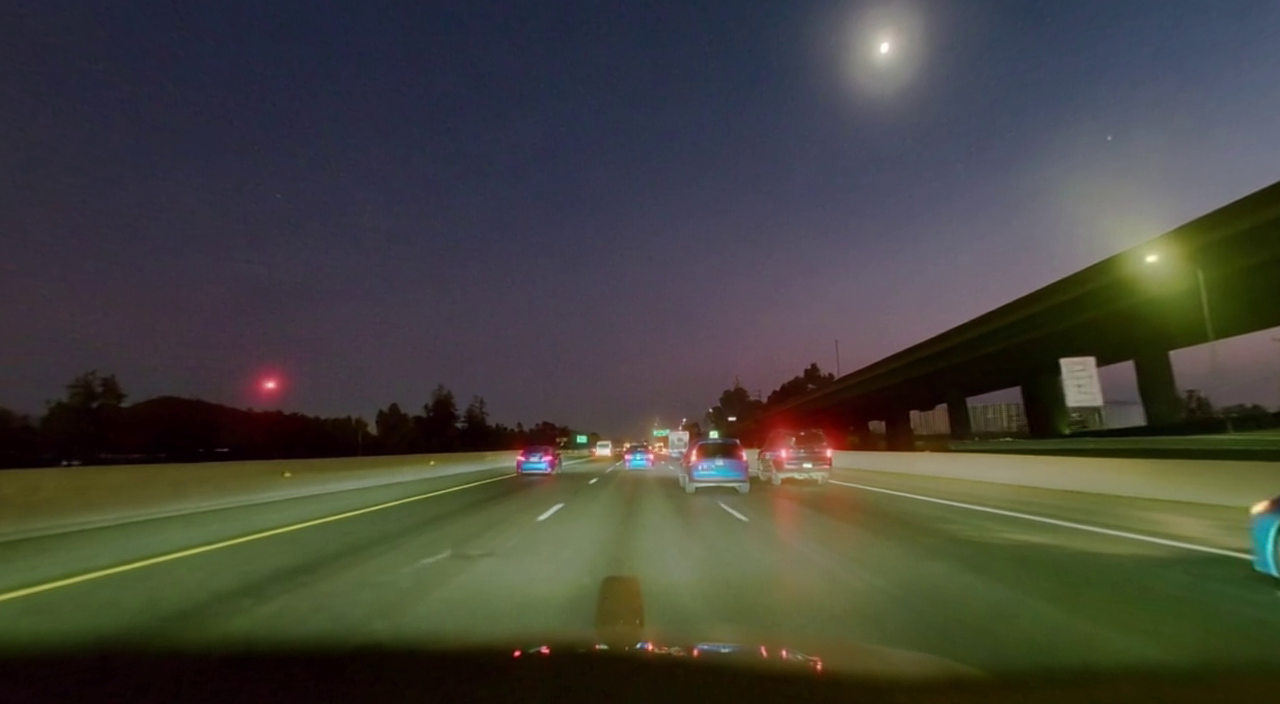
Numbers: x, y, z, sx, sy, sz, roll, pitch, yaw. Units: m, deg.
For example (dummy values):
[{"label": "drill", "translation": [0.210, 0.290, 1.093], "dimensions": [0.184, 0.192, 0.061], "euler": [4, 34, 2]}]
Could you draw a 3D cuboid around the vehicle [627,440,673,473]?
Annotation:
[{"label": "vehicle", "translation": [0.461, 5.051, 30.618], "dimensions": [2.089, 1.493, 3.964], "euler": [0, -8, 0]}]

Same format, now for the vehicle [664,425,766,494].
[{"label": "vehicle", "translation": [2.007, 3.082, 18.327], "dimensions": [2.202, 1.748, 4.158], "euler": [1, -8, -4]}]

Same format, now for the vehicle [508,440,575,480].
[{"label": "vehicle", "translation": [-3.972, 4.405, 26.041], "dimensions": [2.031, 1.491, 4.145], "euler": [0, -8, 1]}]
